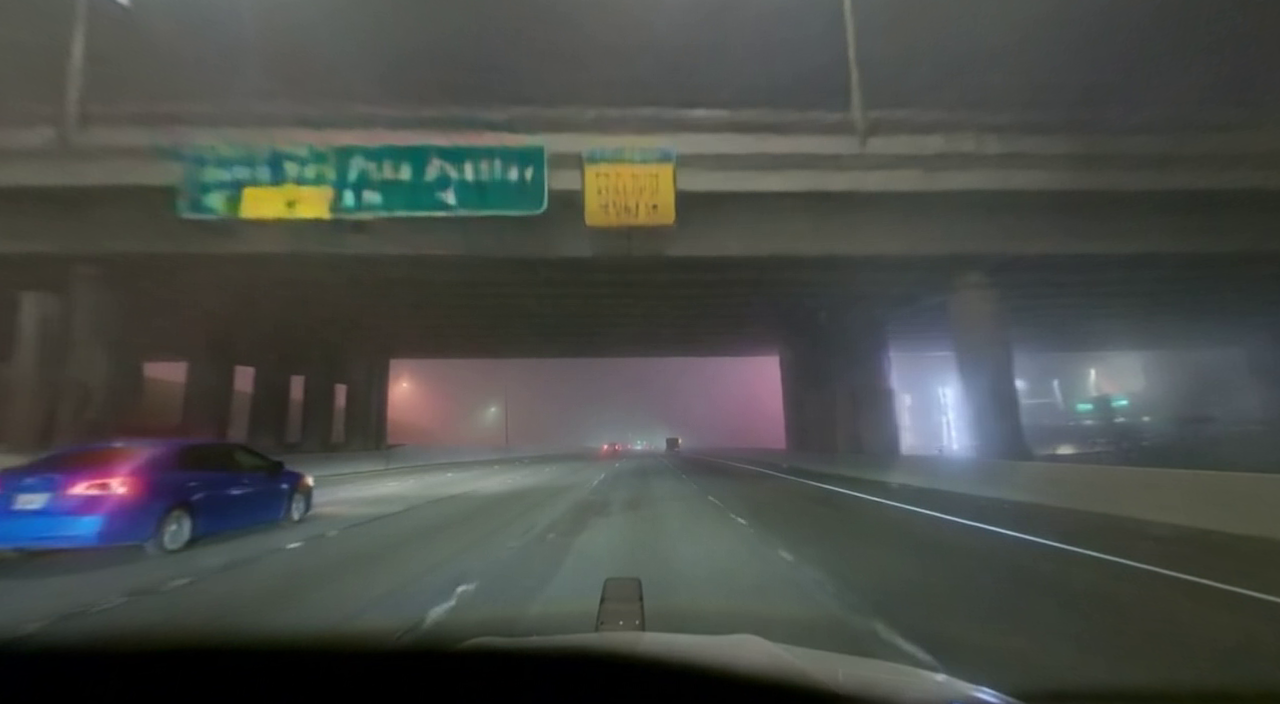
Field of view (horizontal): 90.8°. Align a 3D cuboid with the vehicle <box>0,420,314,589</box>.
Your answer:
[{"bbox_3d":[-6.272,1.701,7.973,1.990,1.529,4.288,0,-8,0],"label":"vehicle"}]

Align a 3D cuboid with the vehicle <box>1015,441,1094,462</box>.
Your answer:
[{"bbox_3d":[29.342,7.047,44.763,4.323,1.411,1.781,0,-8,-1],"label":"vehicle"}]

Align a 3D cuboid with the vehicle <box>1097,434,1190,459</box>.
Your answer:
[{"bbox_3d":[35.808,6.718,44.992,4.903,1.676,1.948,0,-8,0],"label":"vehicle"}]

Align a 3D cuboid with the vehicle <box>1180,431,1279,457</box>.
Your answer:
[{"bbox_3d":[42.274,6.568,44.989,5.676,1.786,2.073,0,-8,0],"label":"vehicle"}]
